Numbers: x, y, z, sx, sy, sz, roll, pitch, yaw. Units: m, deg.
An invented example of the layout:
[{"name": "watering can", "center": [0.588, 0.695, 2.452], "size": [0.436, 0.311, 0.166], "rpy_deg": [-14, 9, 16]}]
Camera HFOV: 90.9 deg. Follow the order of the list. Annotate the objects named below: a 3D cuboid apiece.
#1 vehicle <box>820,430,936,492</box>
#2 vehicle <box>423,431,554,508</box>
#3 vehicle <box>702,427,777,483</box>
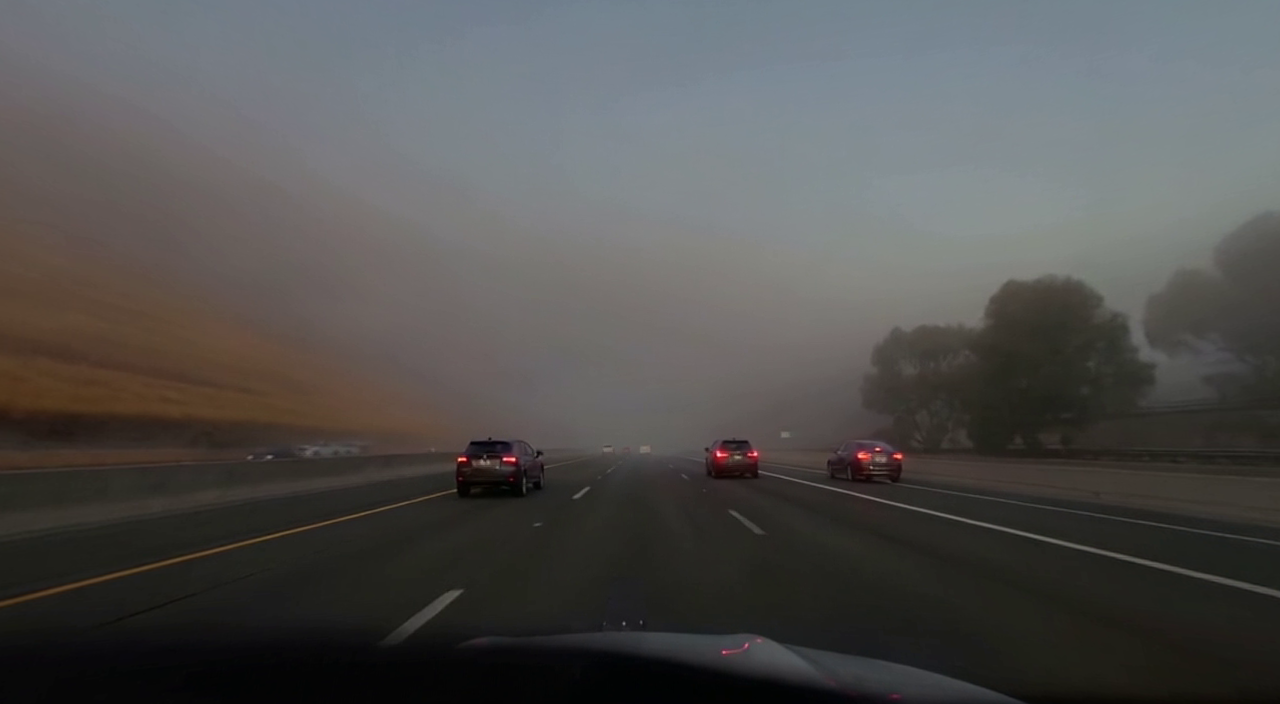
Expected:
[{"name": "vehicle", "center": [7.394, 3.430, 20.166], "size": [1.998, 1.717, 4.338], "rpy_deg": [0, -8, 0]}, {"name": "vehicle", "center": [-3.654, 2.934, 16.198], "size": [2.166, 1.672, 4.388], "rpy_deg": [-1, -8, 1]}, {"name": "vehicle", "center": [3.728, 3.978, 24.671], "size": [2.121, 1.925, 5.056], "rpy_deg": [0, -8, 0]}]
